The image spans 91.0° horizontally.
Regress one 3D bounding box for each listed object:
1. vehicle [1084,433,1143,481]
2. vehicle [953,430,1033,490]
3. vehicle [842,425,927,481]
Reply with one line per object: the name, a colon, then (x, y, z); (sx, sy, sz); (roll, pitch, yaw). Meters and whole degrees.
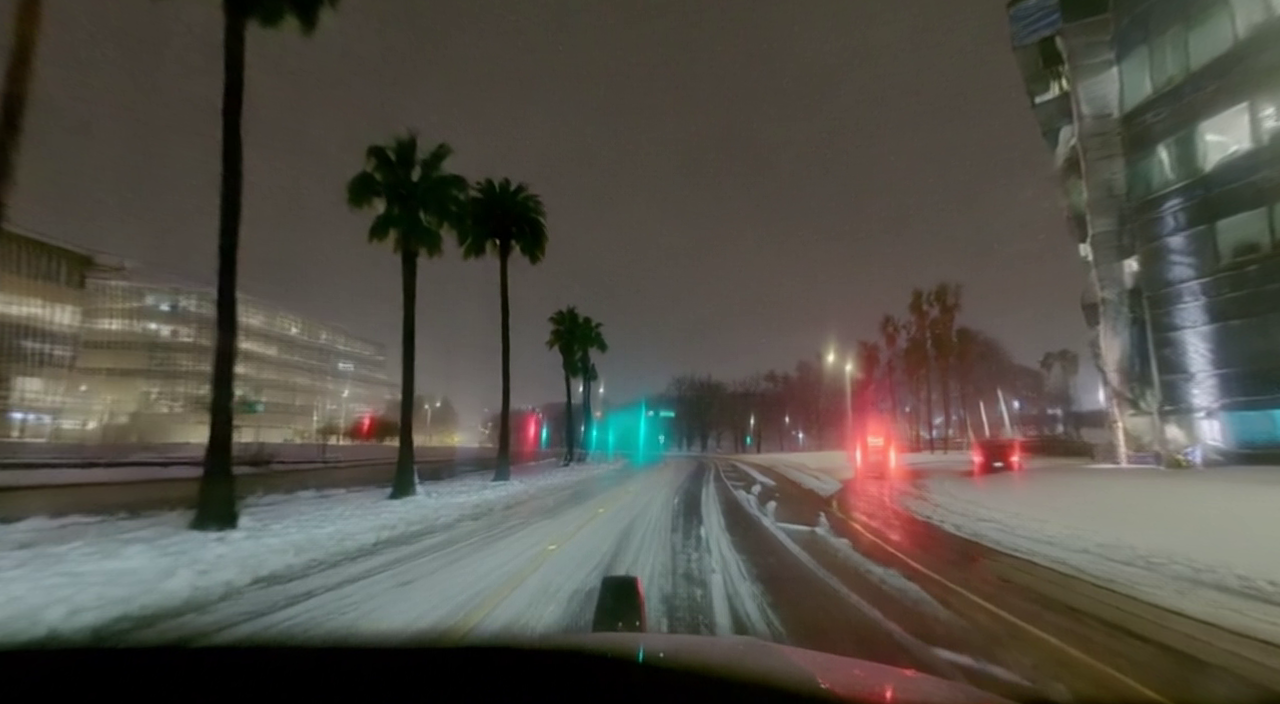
vehicle: (31.567, 7.071, 42.039); (2.645, 2.817, 3.475); (-10, -18, 34)
vehicle: (14.536, 4.451, 26.034); (2.219, 2.342, 1.744); (-1, -9, 7)
vehicle: (10.103, 4.151, 26.273); (1.813, 2.150, 3.038); (3, -6, -16)
